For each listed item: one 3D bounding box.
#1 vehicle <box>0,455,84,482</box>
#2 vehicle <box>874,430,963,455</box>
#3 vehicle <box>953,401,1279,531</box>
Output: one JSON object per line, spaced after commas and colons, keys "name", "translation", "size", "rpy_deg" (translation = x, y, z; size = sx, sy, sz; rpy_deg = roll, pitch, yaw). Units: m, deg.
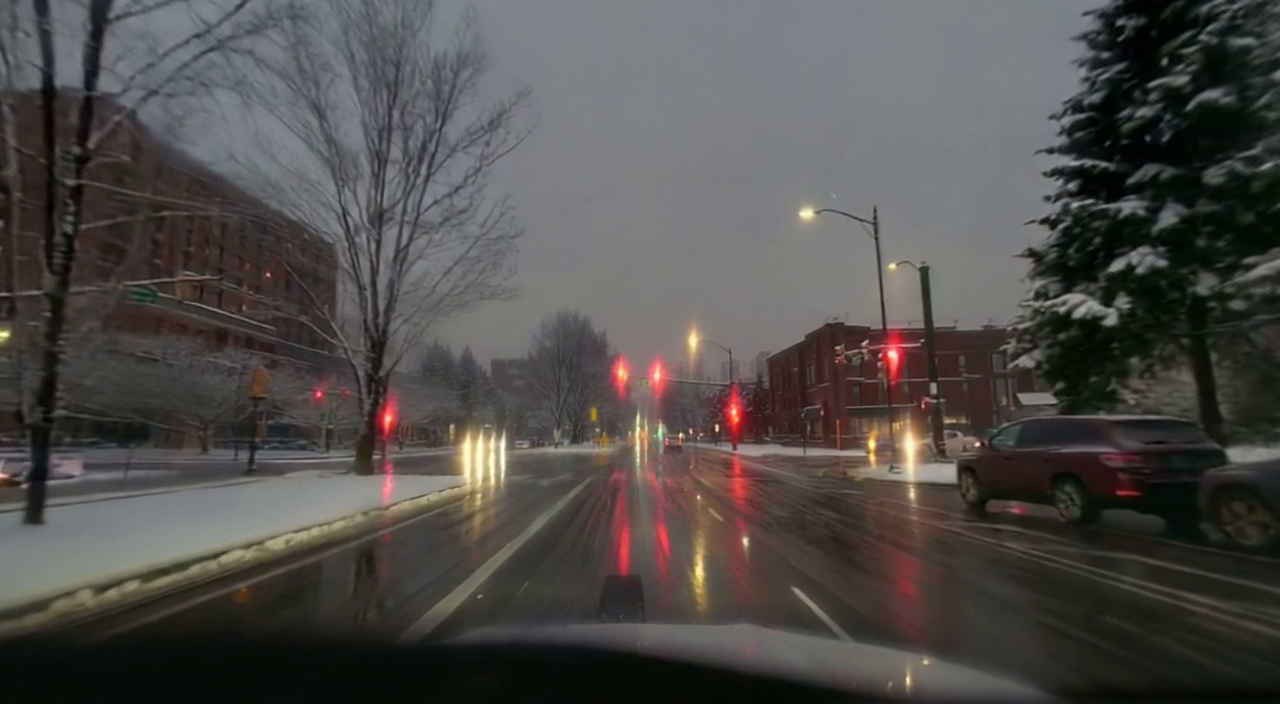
{"name": "vehicle", "translation": [-35.384, 6.685, 36.457], "size": [4.721, 1.464, 1.868], "rpy_deg": [0, -9, -2]}
{"name": "vehicle", "translation": [18.099, 5.905, 41.195], "size": [4.916, 1.504, 1.846], "rpy_deg": [0, -9, -1]}
{"name": "vehicle", "translation": [8.078, 1.982, 11.499], "size": [2.100, 1.828, 4.879], "rpy_deg": [0, -9, -2]}
